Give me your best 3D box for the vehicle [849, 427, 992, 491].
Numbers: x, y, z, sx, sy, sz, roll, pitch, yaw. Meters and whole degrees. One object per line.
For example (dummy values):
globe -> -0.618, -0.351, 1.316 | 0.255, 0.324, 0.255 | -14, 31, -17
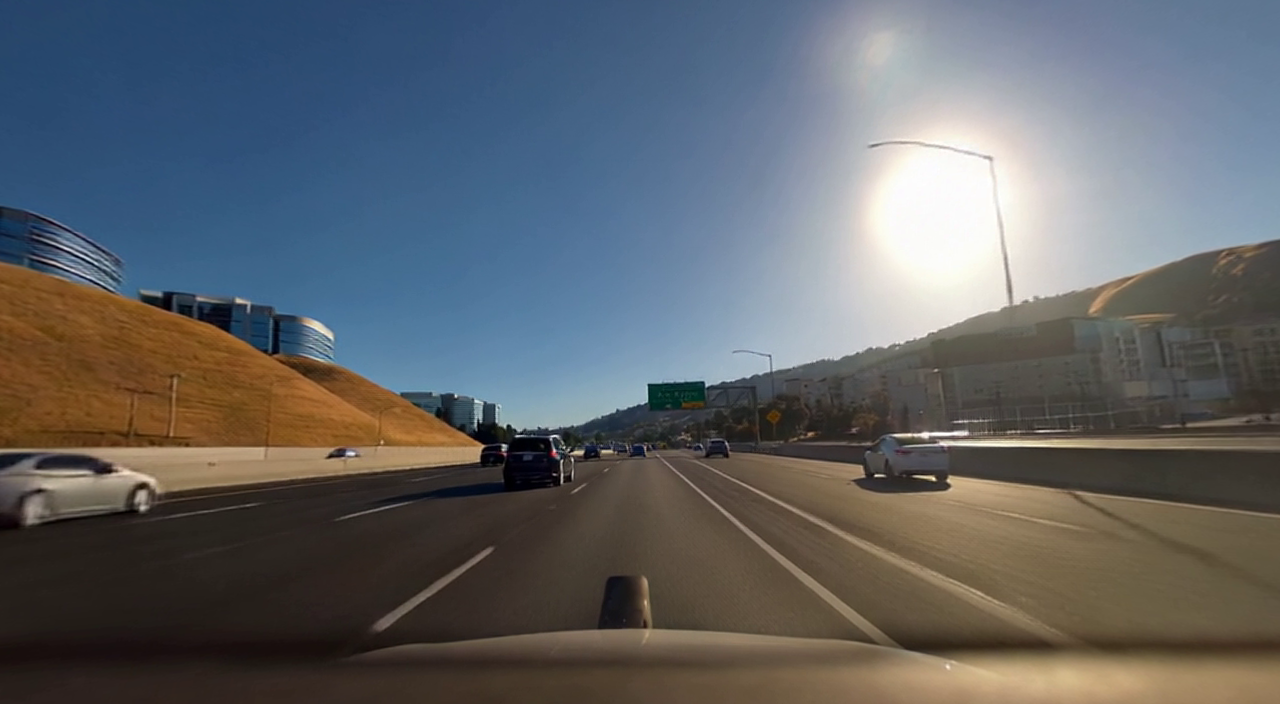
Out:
vehicle -> 8.048, 3.120, 18.679 | 2.122, 1.646, 4.491 | 0, -8, -1

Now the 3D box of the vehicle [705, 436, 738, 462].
vehicle -> 6.175, 7.405, 48.273 | 2.172, 1.824, 5.031 | -1, -8, 3

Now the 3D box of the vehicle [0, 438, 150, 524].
vehicle -> -13.815, 2.785, 14.000 | 2.049, 1.707, 4.743 | 0, -8, 0

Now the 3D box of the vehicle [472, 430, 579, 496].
vehicle -> -3.302, 3.346, 19.464 | 2.210, 1.730, 5.133 | -1, -8, 2
